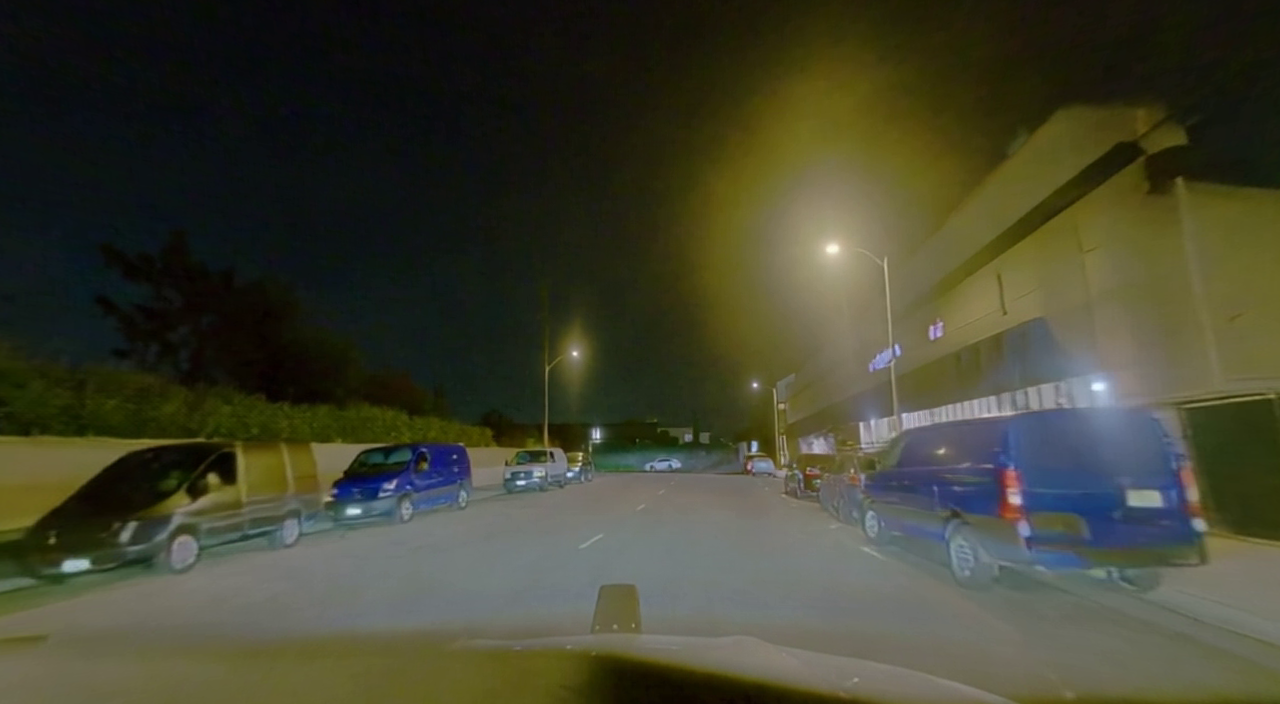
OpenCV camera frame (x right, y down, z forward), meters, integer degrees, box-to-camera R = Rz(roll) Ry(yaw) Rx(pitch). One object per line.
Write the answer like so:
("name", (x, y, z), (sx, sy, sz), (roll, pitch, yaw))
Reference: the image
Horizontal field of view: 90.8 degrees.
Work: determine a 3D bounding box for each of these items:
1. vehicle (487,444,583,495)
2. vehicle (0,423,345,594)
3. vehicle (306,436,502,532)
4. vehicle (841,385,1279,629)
("vehicle", (-4.308, 4.930, 27.094), (2.504, 1.919, 5.658), (-1, -8, 7))
("vehicle", (-6.398, 2.072, 9.280), (1.857, 1.908, 4.081), (-1, -8, 5))
("vehicle", (-5.541, 3.150, 15.984), (2.304, 1.937, 5.720), (-1, -8, 5))
("vehicle", (4.577, 1.714, 8.319), (2.327, 2.021, 5.850), (0, -8, 4))
